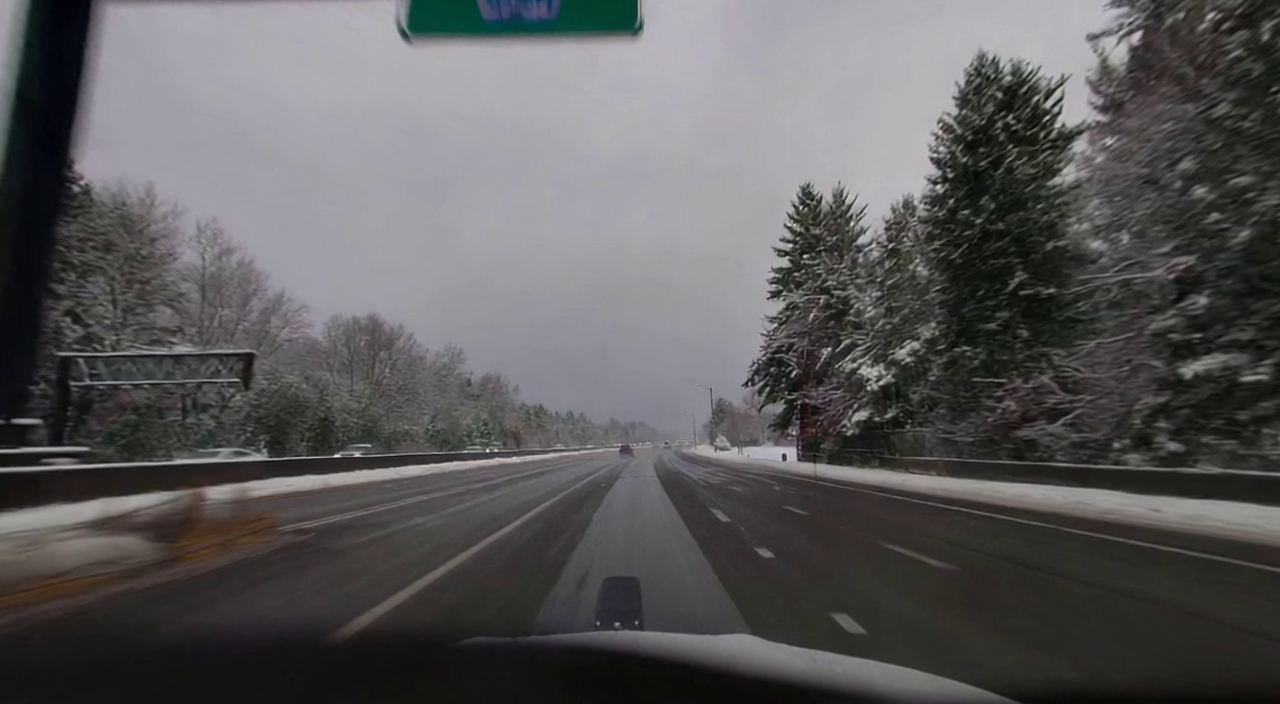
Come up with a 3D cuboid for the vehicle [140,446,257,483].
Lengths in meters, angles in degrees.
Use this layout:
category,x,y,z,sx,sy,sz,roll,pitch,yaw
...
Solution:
category,x,y,z,sx,sy,sz,roll,pitch,yaw
vehicle,-19.634,4.982,28.309,1.874,1.510,4.653,0,-9,1
